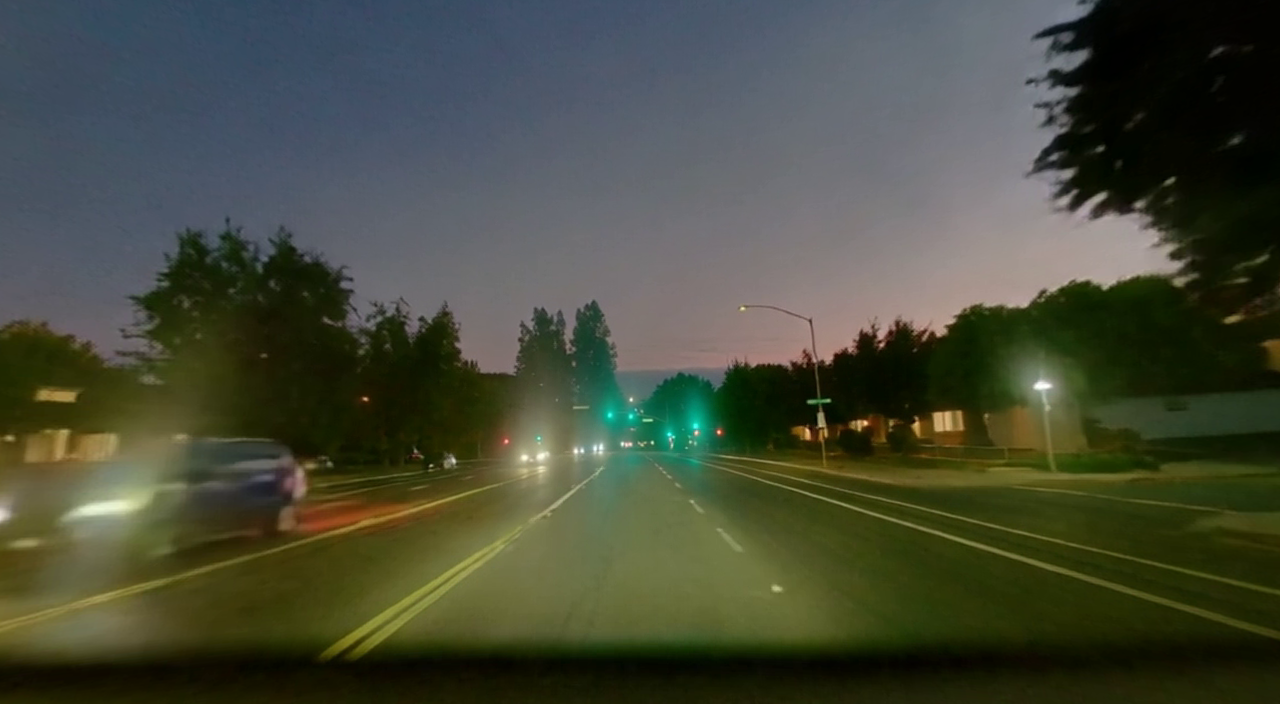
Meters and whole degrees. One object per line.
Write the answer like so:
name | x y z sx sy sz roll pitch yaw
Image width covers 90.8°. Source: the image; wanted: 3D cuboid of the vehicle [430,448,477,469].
vehicle | -13.701 7.829 46.574 1.992 1.453 4.439 0 -8 2

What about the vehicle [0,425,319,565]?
vehicle | -7.234 2.090 10.059 1.958 1.702 4.386 0 -8 -1
